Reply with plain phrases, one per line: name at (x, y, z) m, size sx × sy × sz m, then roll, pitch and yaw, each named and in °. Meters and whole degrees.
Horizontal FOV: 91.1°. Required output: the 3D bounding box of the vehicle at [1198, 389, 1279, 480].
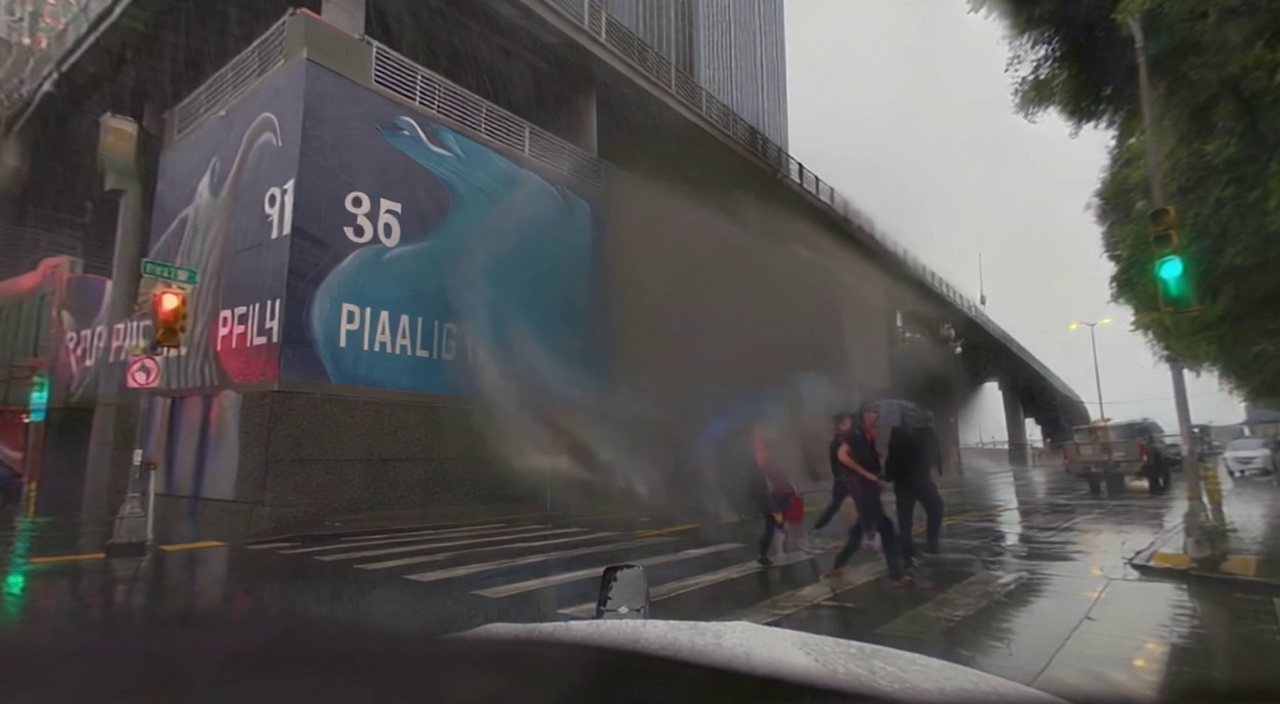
vehicle at (32.694, 4.432, 33.408) m, size 12.015 × 4.103 × 2.920 m, roll 8°, pitch -11°, yaw -43°

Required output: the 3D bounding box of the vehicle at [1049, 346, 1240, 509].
vehicle at (15.748, 2.381, 19.243) m, size 9.347 × 3.893 × 2.849 m, roll 7°, pitch -11°, yaw -42°
